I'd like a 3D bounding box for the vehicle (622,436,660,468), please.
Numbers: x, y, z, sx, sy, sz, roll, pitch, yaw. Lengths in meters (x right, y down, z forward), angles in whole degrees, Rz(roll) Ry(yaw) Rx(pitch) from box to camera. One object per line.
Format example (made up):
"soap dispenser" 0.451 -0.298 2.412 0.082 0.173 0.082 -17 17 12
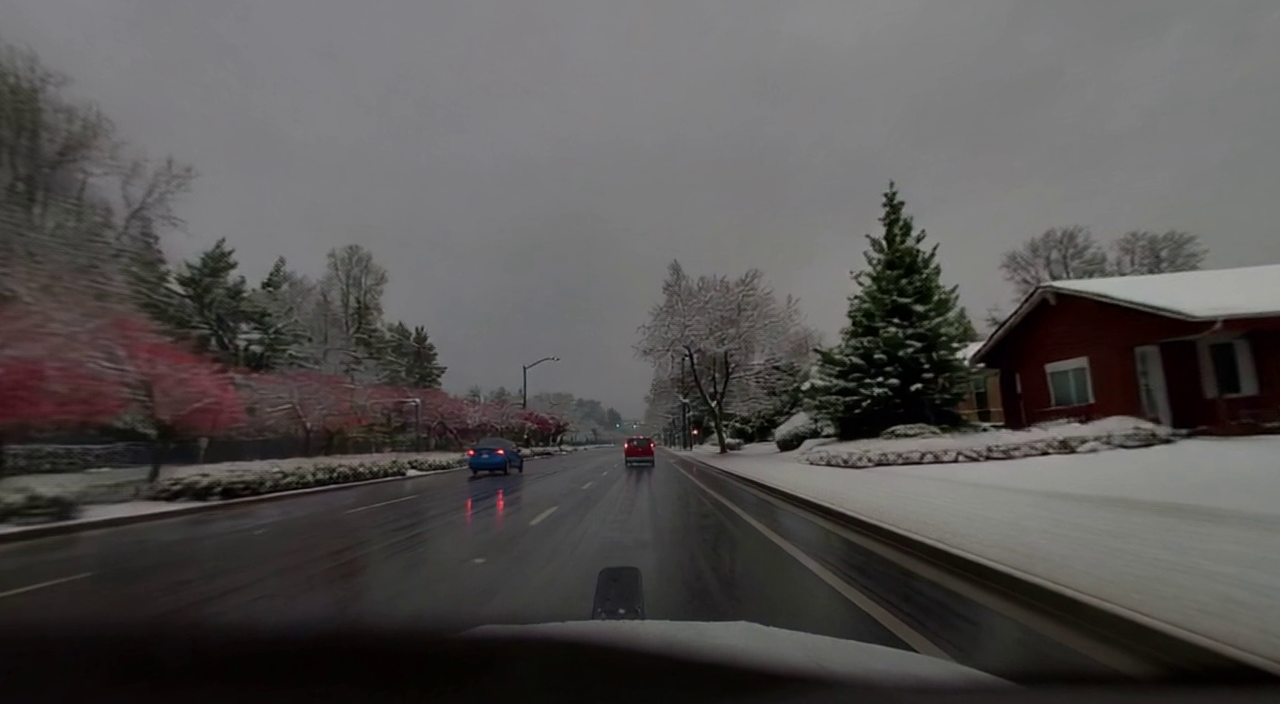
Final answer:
"vehicle" 0.053 5.803 36.817 2.070 1.764 4.552 0 -8 1

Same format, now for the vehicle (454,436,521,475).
"vehicle" -7.051 4.841 29.745 1.993 1.657 4.487 0 -8 1
